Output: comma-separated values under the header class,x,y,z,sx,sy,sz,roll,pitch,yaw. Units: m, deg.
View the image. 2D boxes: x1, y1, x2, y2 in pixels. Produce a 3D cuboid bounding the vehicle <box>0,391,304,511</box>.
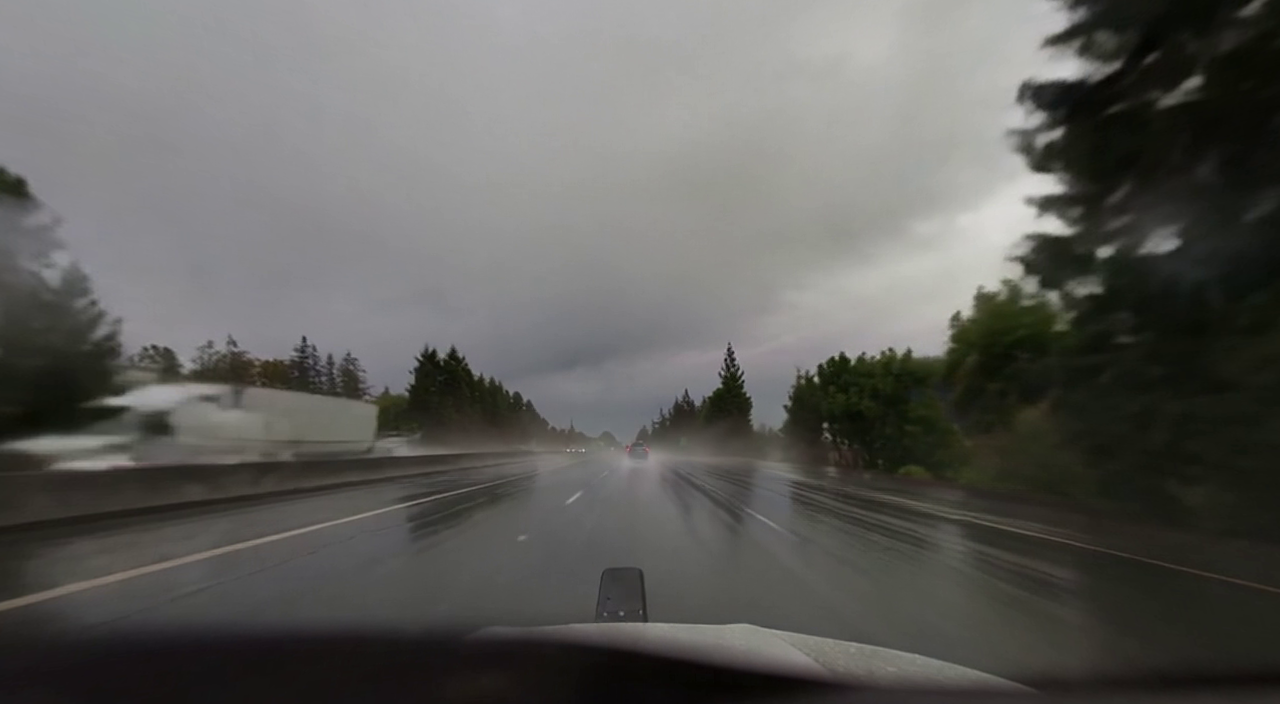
class,x,y,z,sx,sy,sz,roll,pitch,yaw
vehicle,-11.386,2.408,15.504,2.400,2.294,6.797,0,-9,1
